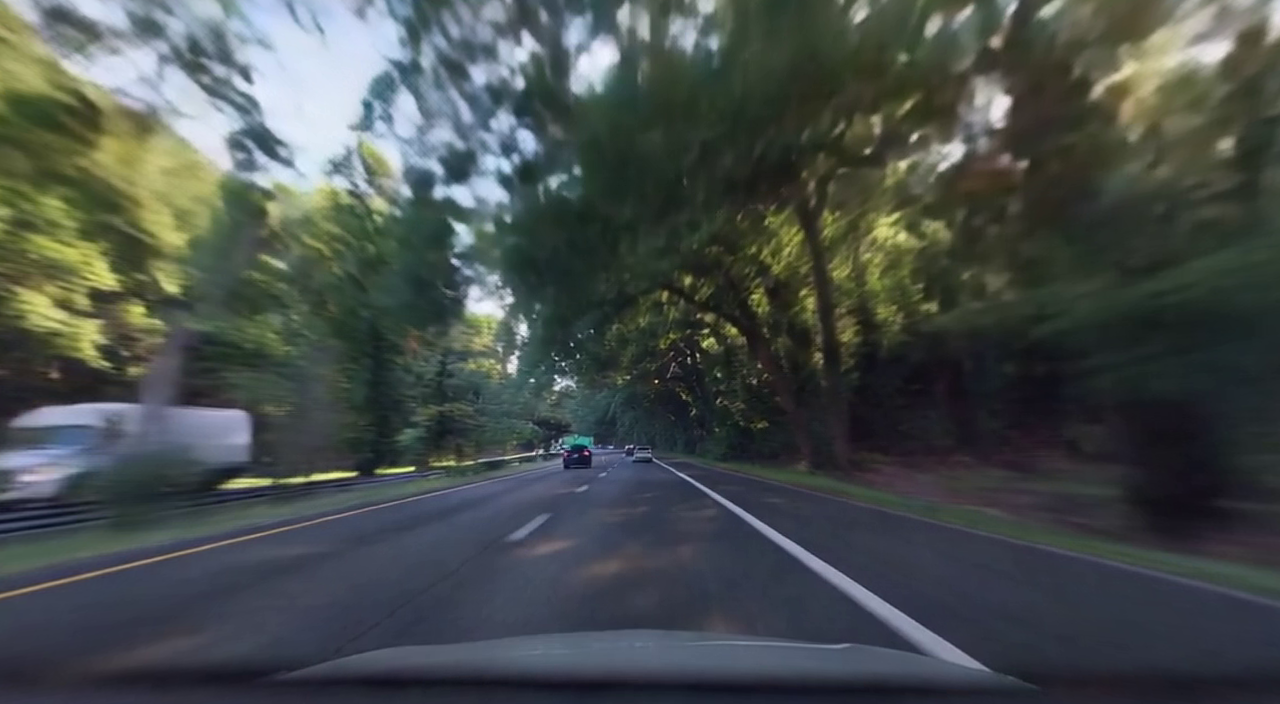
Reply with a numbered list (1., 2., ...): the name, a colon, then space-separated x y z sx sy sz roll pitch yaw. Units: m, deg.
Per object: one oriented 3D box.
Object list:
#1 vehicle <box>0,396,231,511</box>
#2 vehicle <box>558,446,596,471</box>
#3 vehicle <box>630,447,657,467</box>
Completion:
1. vehicle: -19.293 3.743 23.468 2.913 3.570 7.466 0 -9 0
2. vehicle: -4.010 6.841 40.741 2.112 1.498 4.117 0 -9 -1
3. vehicle: 0.249 7.965 47.801 1.989 1.402 3.831 0 -9 0
